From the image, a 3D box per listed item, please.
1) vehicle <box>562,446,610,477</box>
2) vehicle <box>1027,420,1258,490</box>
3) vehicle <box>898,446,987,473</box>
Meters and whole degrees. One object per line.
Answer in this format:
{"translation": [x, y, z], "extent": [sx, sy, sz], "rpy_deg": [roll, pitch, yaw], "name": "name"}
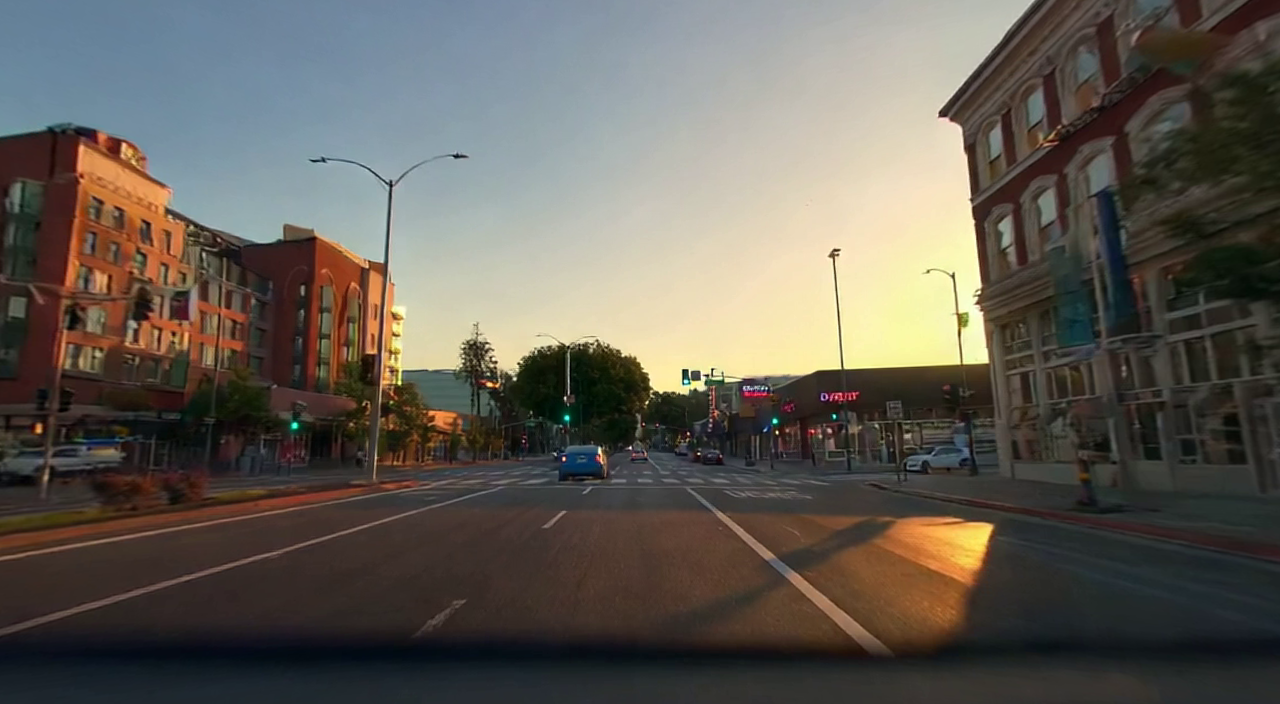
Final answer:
{"translation": [-2.745, 5.674, 32.826], "extent": [2.078, 1.471, 4.217], "rpy_deg": [0, -9, 0], "name": "vehicle"}
{"translation": [15.300, 3.191, 19.436], "extent": [5.130, 1.810, 2.126], "rpy_deg": [-2, -10, 0], "name": "vehicle"}
{"translation": [17.351, 6.168, 36.218], "extent": [4.040, 1.514, 2.095], "rpy_deg": [0, -9, -2], "name": "vehicle"}
